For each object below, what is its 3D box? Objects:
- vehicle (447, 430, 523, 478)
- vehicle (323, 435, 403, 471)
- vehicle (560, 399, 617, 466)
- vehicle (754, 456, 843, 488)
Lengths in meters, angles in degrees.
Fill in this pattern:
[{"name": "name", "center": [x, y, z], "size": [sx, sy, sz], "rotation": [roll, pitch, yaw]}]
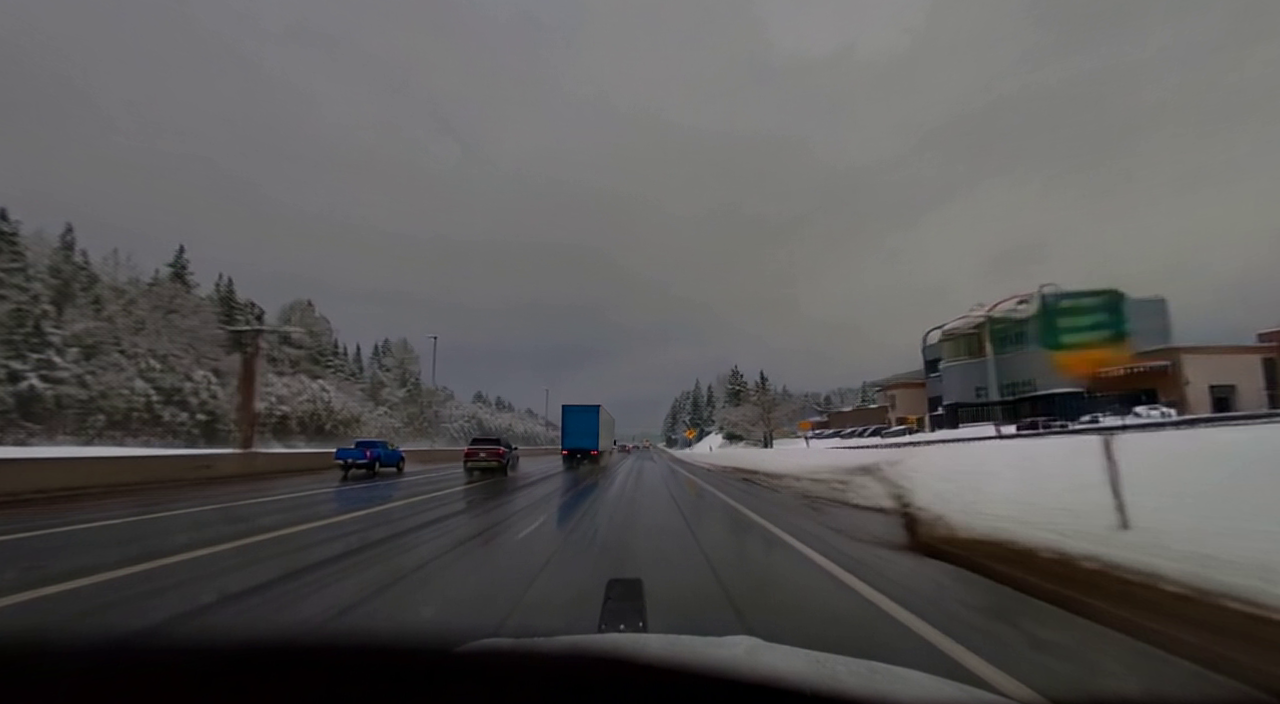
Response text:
[{"name": "vehicle", "center": [-6.337, 4.232, 26.408], "size": [2.058, 1.840, 4.443], "rotation": [0, -8, 0]}, {"name": "vehicle", "center": [-14.134, 5.145, 32.453], "size": [1.997, 1.695, 4.492], "rotation": [0, -8, 1]}, {"name": "vehicle", "center": [-3.332, 5.820, 44.689], "size": [2.905, 4.037, 12.921], "rotation": [0, -8, 0]}, {"name": "vehicle", "center": [5.526, 4.237, 22.462], "size": [2.295, 0.969, 3.132], "rotation": [0, -8, -1]}]
